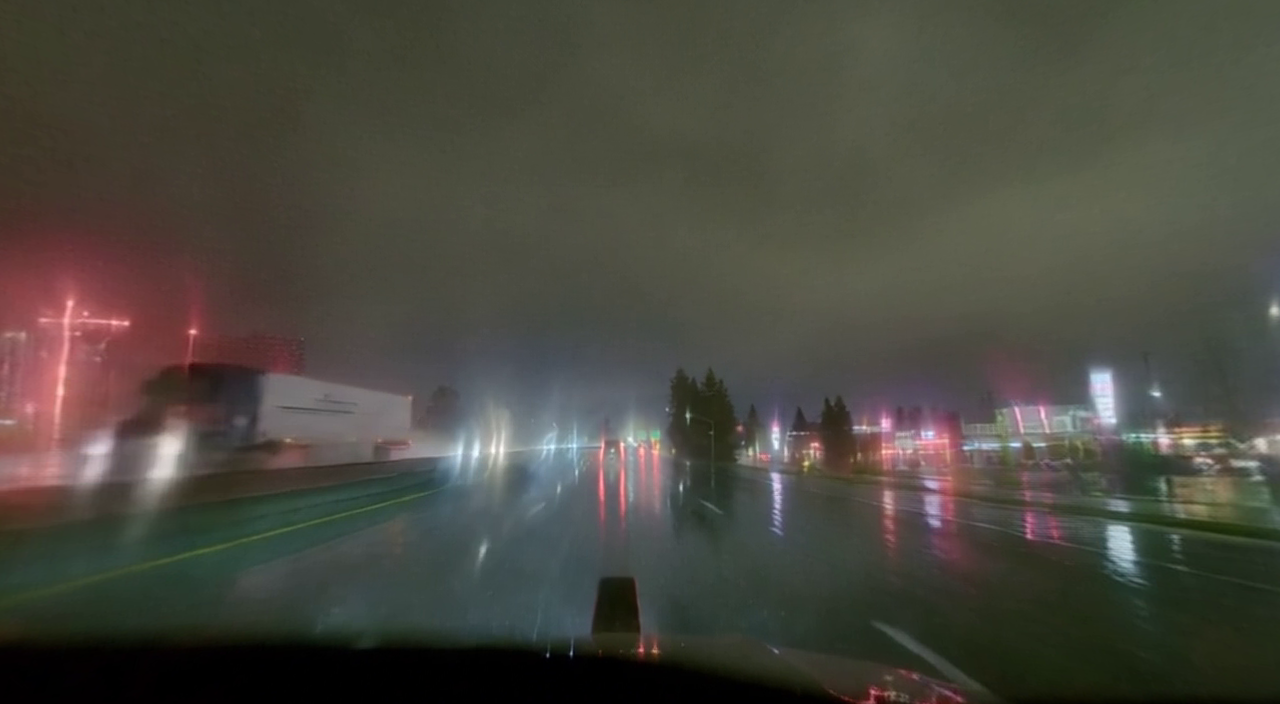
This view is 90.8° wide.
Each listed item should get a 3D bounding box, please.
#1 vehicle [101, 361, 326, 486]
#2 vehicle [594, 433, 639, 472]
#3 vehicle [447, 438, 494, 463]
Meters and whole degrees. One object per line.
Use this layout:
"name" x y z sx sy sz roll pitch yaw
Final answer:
"vehicle" -15.697 2.876 24.401 3.062 4.003 8.152 0 -9 -2
"vehicle" -1.228 5.273 33.202 2.155 1.856 4.796 0 -9 -2
"vehicle" -12.417 7.257 46.600 2.084 1.683 5.021 0 -9 0
